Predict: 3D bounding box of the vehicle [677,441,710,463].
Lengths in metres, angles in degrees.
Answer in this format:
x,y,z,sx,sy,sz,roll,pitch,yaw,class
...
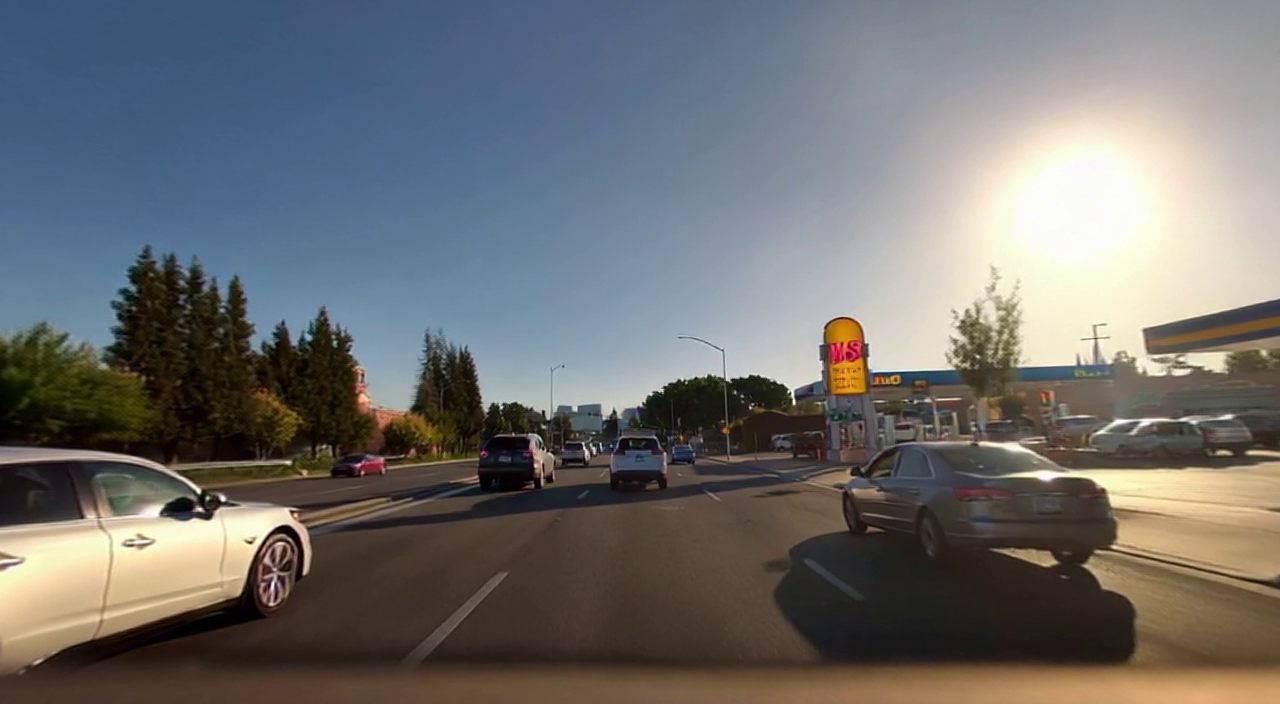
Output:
x,y,z,sx,sy,sz,roll,pitch,yaw,class
3.834,7.264,45.981,1.926,1.522,3.852,0,-9,-2,vehicle

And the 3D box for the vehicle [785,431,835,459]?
x,y,z,sx,sy,sz,roll,pitch,yaw,class
11.942,6.592,44.746,2.102,1.887,4.673,0,-9,-1,vehicle

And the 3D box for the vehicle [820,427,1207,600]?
x,y,z,sx,sy,sz,roll,pitch,yaw,class
3.895,1.736,7.803,1.888,1.456,4.589,0,-9,-1,vehicle

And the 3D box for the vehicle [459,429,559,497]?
x,y,z,sx,sy,sz,roll,pitch,yaw,class
-3.584,3.124,18.096,1.932,1.695,4.150,0,-9,0,vehicle

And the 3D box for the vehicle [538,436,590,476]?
x,y,z,sx,sy,sz,roll,pitch,yaw,class
-3.359,4.670,28.571,1.871,1.673,3.920,0,-9,0,vehicle

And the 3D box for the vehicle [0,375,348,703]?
x,y,z,sx,sy,sz,roll,pitch,yaw,class
-3.531,1.040,3.528,1.864,1.574,4.031,0,-9,0,vehicle

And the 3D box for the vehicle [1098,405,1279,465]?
x,y,z,sx,sy,sz,roll,pitch,yaw,class
18.169,2.792,20.990,1.906,1.734,4.483,2,-9,-12,vehicle

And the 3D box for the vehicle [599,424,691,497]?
x,y,z,sx,sy,sz,roll,pitch,yaw,class
0.104,3.040,18.031,2.279,1.803,4.254,0,-9,-1,vehicle
